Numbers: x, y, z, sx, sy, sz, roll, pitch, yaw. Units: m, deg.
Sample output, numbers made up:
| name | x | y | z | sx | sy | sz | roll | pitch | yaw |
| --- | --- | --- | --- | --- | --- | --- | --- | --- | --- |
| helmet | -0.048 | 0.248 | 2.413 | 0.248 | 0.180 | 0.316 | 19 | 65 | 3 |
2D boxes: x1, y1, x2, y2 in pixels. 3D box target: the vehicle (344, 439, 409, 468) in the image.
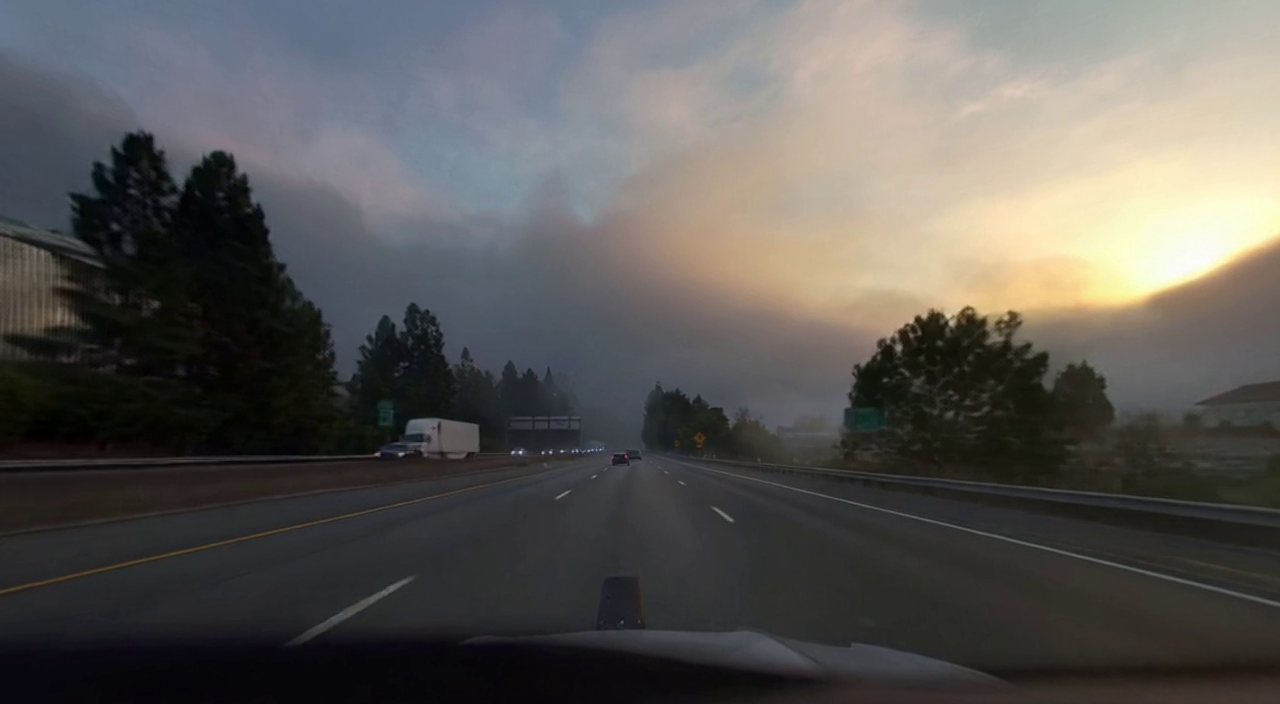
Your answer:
| name | x | y | z | sx | sy | sz | roll | pitch | yaw |
| --- | --- | --- | --- | --- | --- | --- | --- | --- | --- |
| vehicle | -15.066 | 5.850 | 36.290 | 1.864 | 1.565 | 4.250 | 0 | -9 | 1 |
